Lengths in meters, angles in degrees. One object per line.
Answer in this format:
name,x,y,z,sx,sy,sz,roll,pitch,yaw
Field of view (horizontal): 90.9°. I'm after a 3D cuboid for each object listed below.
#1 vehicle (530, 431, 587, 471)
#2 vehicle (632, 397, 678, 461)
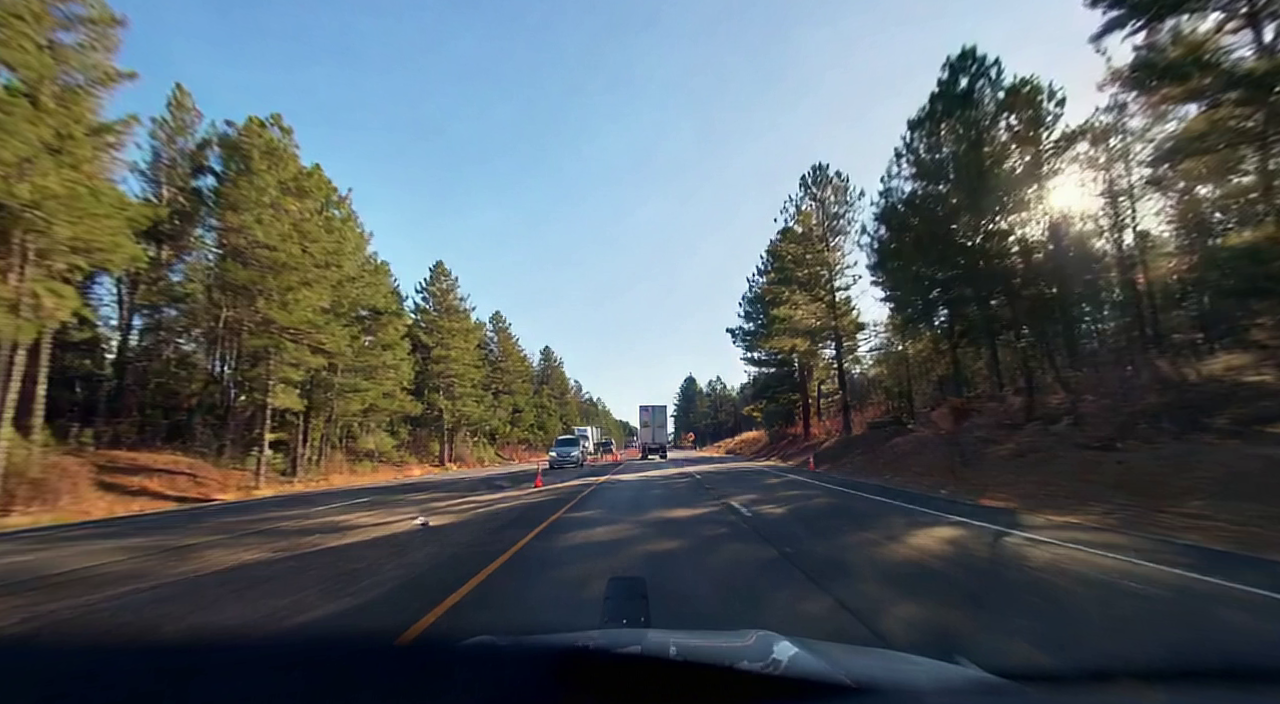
vehicle,-4.572,5.718,36.575,2.303,2.069,6.364,0,-8,2
vehicle,0.884,5.716,45.719,2.935,4.068,11.036,0,-8,-1
